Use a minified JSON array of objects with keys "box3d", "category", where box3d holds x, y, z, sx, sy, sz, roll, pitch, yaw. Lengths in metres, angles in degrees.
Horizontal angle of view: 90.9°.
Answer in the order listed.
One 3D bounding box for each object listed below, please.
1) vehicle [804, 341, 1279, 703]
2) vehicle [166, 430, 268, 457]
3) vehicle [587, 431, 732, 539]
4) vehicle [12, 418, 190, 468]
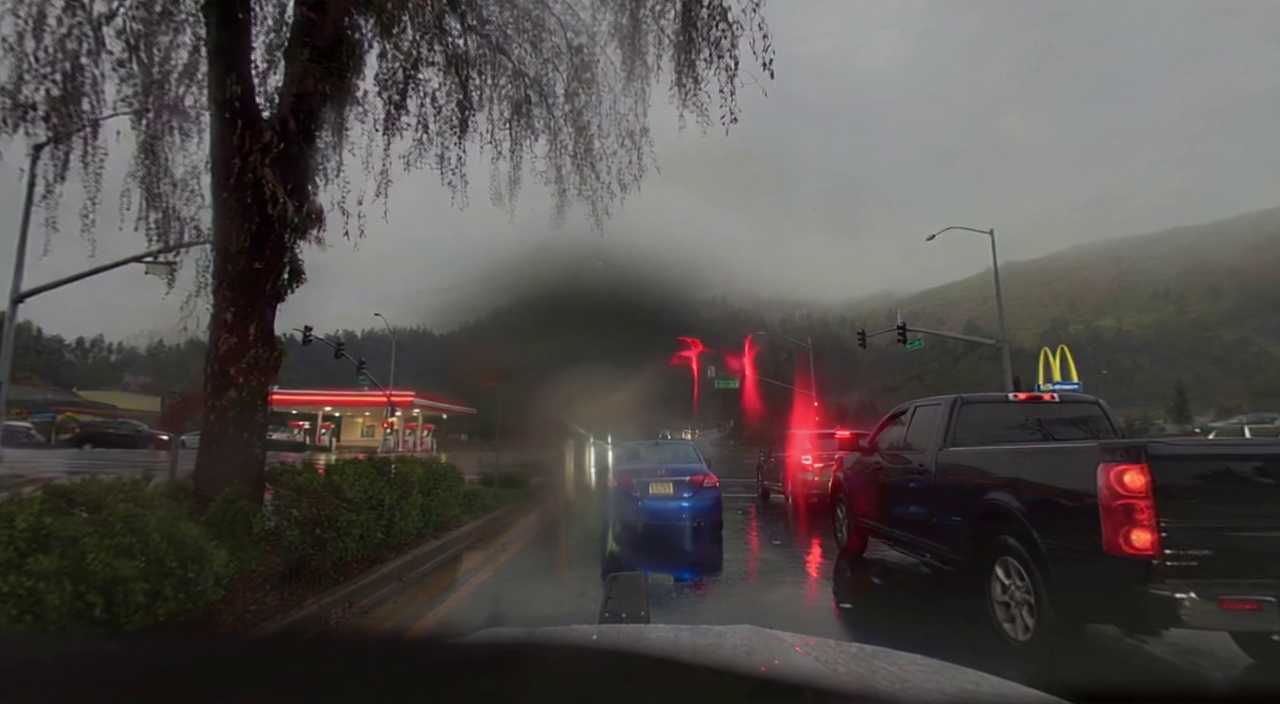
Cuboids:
[{"box3d":[3.542,1.319,6.104,2.277,1.871,6.143,0,-8,0],"category":"vehicle"},{"box3d":[-23.098,5.032,34.503,4.326,1.420,1.798,-1,-8,4],"category":"vehicle"},{"box3d":[0.260,2.157,10.834,2.027,1.494,3.824,0,-8,0],"category":"vehicle"},{"box3d":[-19.713,3.358,23.222,4.742,1.720,2.107,-1,-8,5],"category":"vehicle"}]
